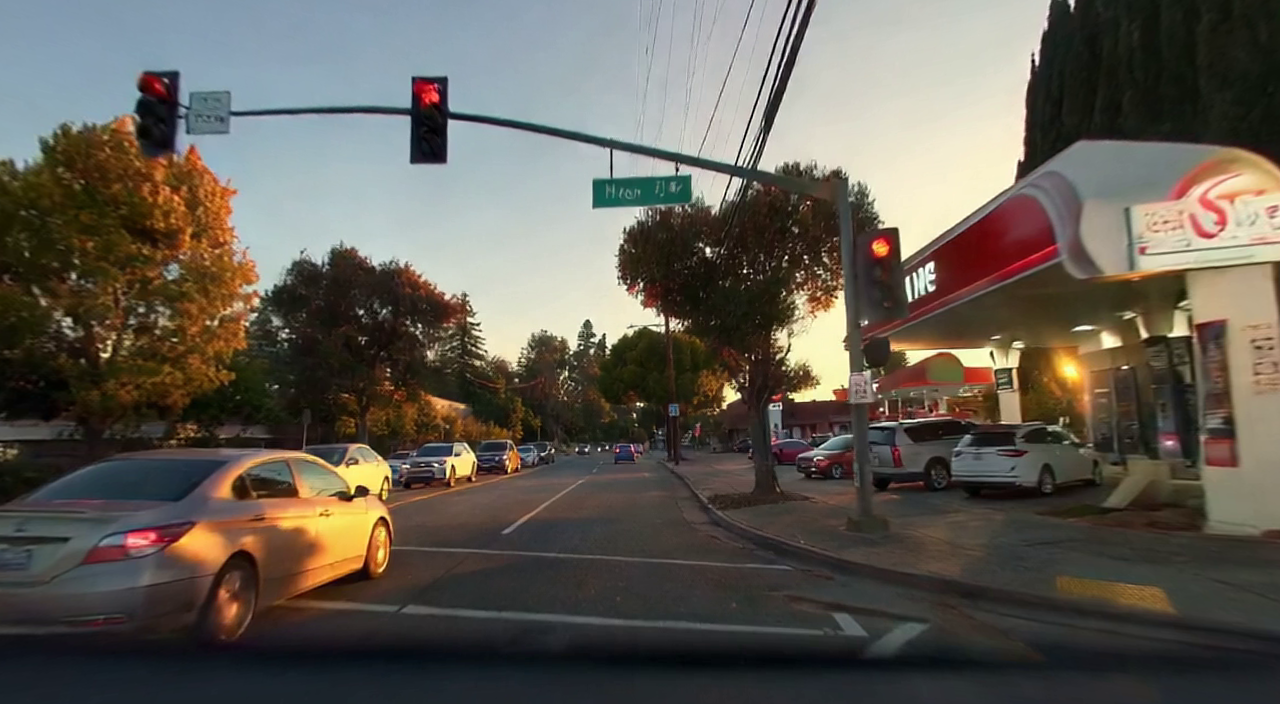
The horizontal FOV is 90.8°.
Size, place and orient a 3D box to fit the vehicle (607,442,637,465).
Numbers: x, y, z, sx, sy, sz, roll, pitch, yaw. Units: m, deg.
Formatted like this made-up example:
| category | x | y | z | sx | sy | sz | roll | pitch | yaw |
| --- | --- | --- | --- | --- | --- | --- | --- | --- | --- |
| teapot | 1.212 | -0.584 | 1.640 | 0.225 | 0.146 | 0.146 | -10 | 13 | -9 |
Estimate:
| category | x | y | z | sx | sy | sz | roll | pitch | yaw |
| --- | --- | --- | --- | --- | --- | --- | --- | --- | --- |
| vehicle | -1.183 | 6.857 | 42.911 | 1.909 | 1.482 | 4.390 | 0 | -8 | 0 |

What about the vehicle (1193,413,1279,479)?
| category | x | y | z | sx | sy | sz | roll | pitch | yaw |
| --- | --- | --- | --- | --- | --- | --- | --- | --- | --- |
| vehicle | 19.989 | 2.992 | 20.112 | 4.255 | 1.894 | 2.037 | 4 | -9 | -28 |

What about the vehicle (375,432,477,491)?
| category | x | y | z | sx | sy | sz | roll | pitch | yaw |
| --- | --- | --- | --- | --- | --- | --- | --- | --- | --- |
| vehicle | -7.164 | 3.688 | 21.698 | 2.000 | 1.791 | 4.465 | 0 | -8 | -1 |

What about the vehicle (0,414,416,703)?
| category | x | y | z | sx | sy | sz | roll | pitch | yaw |
| --- | --- | --- | --- | --- | --- | --- | --- | --- | --- |
| vehicle | -3.594 | 1.344 | 5.145 | 1.943 | 1.455 | 4.414 | 0 | -8 | 0 |

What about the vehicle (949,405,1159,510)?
| category | x | y | z | sx | sy | sz | roll | pitch | yaw |
| --- | --- | --- | --- | --- | --- | --- | --- | --- | --- |
| vehicle | 8.639 | 2.167 | 13.262 | 3.353 | 1.885 | 2.229 | 4 | -10 | -29 |

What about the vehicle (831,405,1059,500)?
| category | x | y | z | sx | sy | sz | roll | pitch | yaw |
| --- | --- | --- | --- | --- | --- | --- | --- | --- | --- |
| vehicle | 7.876 | 2.545 | 16.261 | 5.441 | 2.056 | 2.552 | 5 | -10 | -30 |

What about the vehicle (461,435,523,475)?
| category | x | y | z | sx | sy | sz | roll | pitch | yaw |
| --- | --- | --- | --- | --- | --- | --- | --- | --- | --- |
| vehicle | -7.000 | 4.939 | 30.431 | 1.877 | 1.742 | 4.919 | 0 | -8 | -1 |
